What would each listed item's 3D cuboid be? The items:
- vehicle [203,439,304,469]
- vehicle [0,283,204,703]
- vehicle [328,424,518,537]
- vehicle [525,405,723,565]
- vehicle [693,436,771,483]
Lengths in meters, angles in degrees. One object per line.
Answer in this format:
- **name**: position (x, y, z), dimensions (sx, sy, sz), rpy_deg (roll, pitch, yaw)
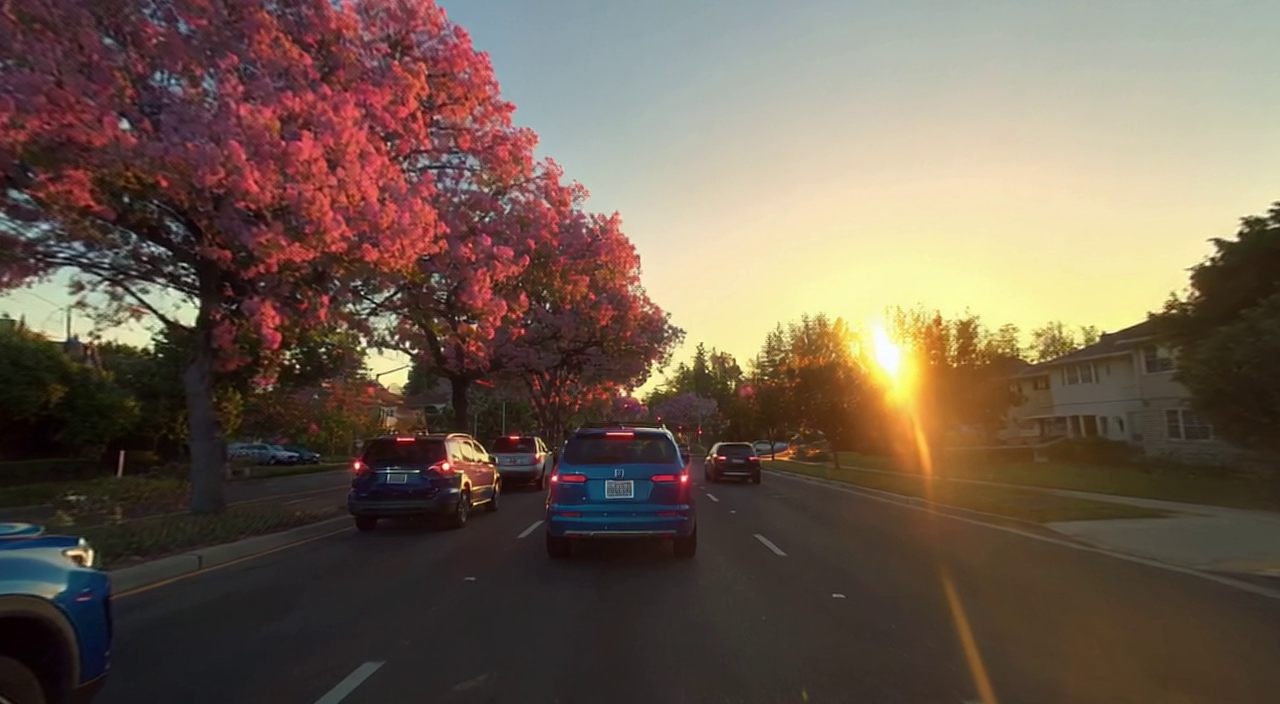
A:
- **vehicle**: position (-28.492, 7.526, 46.840), dimensions (5.856, 2.096, 2.481), rpy_deg (3, -9, -18)
- **vehicle**: position (-3.530, 0.513, 0.937), dimensions (2.304, 1.928, 4.833), rpy_deg (0, -8, 0)
- **vehicle**: position (-3.661, 2.234, 11.648), dimensions (1.948, 1.668, 4.279), rpy_deg (0, -8, 0)
- **vehicle**: position (-0.192, 1.728, 8.864), dimensions (2.112, 1.693, 4.058), rpy_deg (0, -8, -1)
- **vehicle**: position (3.244, 3.890, 23.186), dimensions (2.056, 1.536, 4.678), rpy_deg (0, -8, -1)
